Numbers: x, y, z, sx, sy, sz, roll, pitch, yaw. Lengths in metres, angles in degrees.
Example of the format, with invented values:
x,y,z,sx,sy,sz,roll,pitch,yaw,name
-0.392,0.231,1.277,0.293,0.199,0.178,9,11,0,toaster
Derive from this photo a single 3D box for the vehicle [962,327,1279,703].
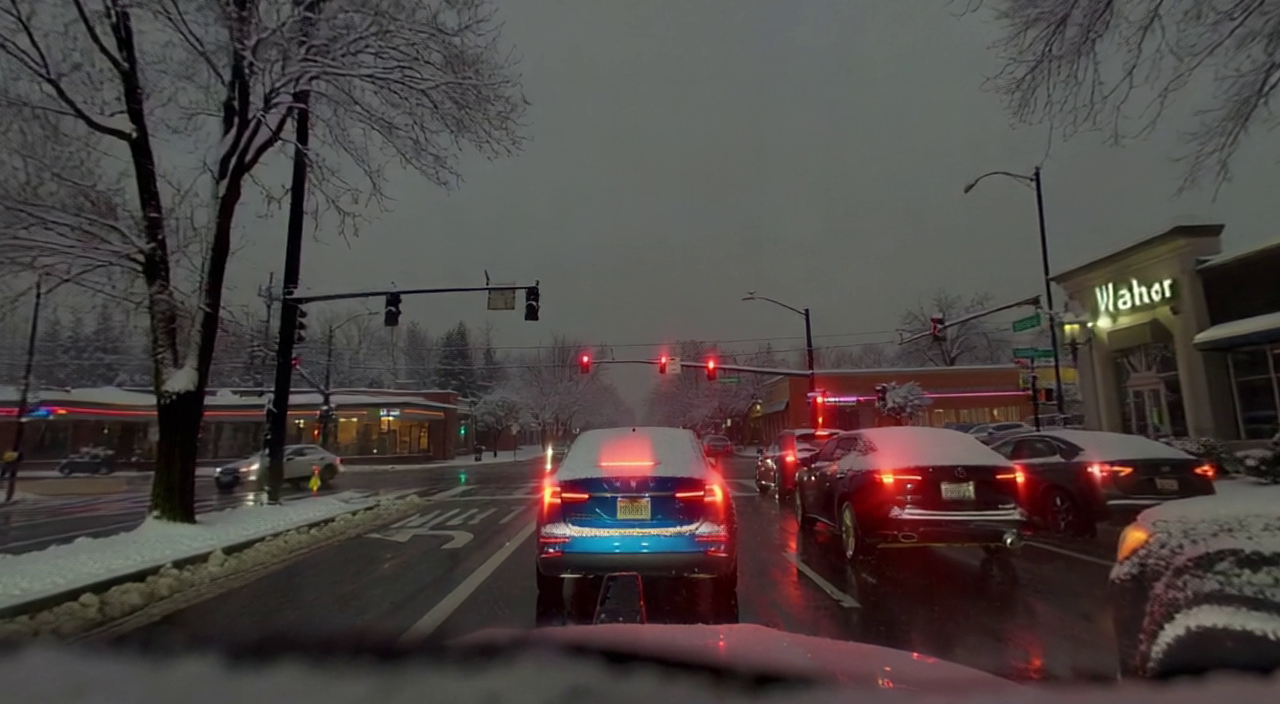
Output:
x,y,z,sx,sy,sz,roll,pitch,yaw,name
2.984,0.704,1.557,2.075,1.661,4.401,0,-9,1,vehicle

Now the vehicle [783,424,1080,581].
x,y,z,sx,sy,sz,roll,pitch,yaw,name
3.319,1.781,8.295,1.865,1.496,4.170,0,-9,0,vehicle

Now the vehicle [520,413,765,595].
x,y,z,sx,sy,sz,roll,pitch,yaw,name
0.002,1.625,7.507,2.154,1.577,3.723,0,-9,-1,vehicle

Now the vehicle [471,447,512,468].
x,y,z,sx,sy,sz,roll,pitch,yaw,name
-11.276,8.002,48.245,2.099,1.478,4.411,0,-9,0,vehicle

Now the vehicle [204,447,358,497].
x,y,z,sx,sy,sz,roll,pitch,yaw,name
-12.833,4.233,22.741,4.265,1.604,2.269,8,-12,-44,vehicle

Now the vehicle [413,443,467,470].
x,y,z,sx,sy,sz,roll,pitch,yaw,name
-15.086,7.891,48.049,2.395,1.903,4.860,-1,-9,1,vehicle

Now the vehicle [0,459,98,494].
x,y,z,sx,sy,sz,roll,pitch,yaw,name
-27.222,5.497,28.067,4.285,1.427,1.883,3,-9,-23,vehicle
